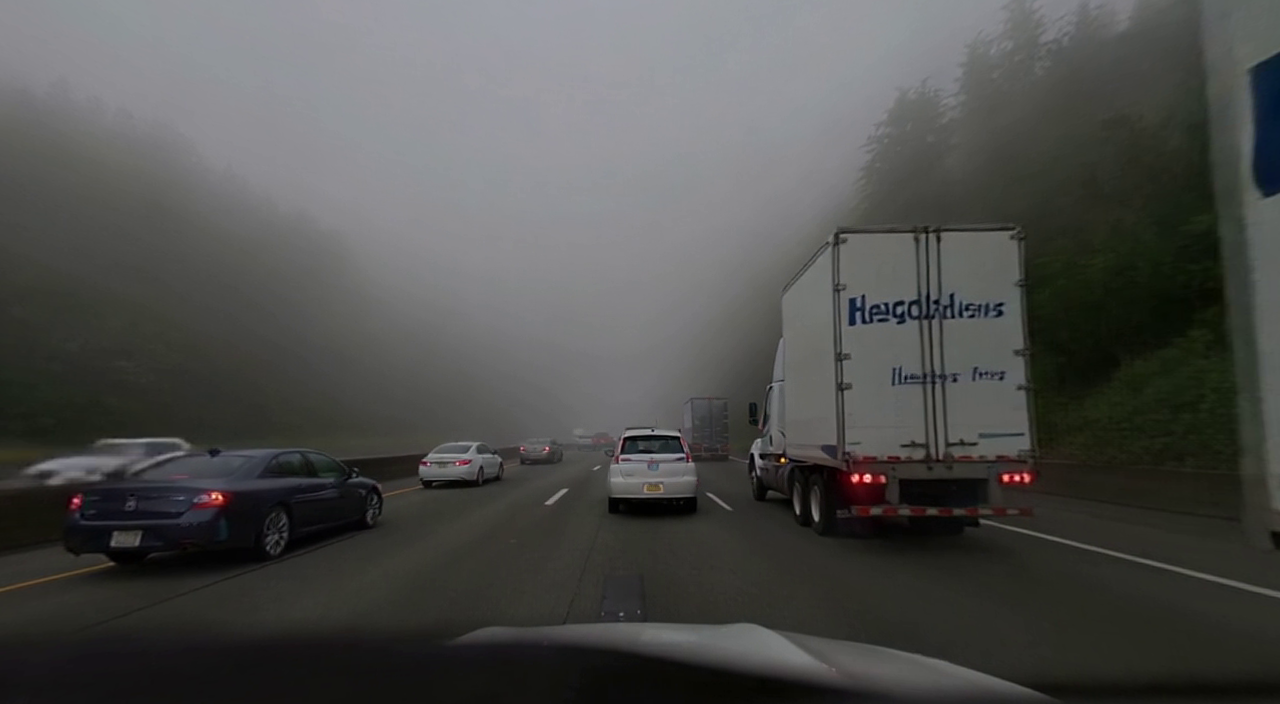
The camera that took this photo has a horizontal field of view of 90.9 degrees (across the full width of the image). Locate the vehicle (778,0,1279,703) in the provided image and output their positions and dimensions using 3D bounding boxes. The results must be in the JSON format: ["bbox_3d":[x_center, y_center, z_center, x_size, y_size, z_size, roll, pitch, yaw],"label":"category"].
[{"bbox_3d":[3.986,-0.095,4.042,2.817,3.989,14.321,0,-8,-1],"label":"vehicle"}]

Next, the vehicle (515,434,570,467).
[{"bbox_3d":[-4.682,4.770,30.791,1.887,1.493,4.411,0,-8,1],"label":"vehicle"}]

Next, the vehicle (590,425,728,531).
[{"bbox_3d":[0.262,2.054,10.903,1.973,1.505,3.568,0,-8,0],"label":"vehicle"}]

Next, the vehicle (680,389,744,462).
[{"bbox_3d":[4.500,5.086,42.610,2.892,4.101,14.252,0,-8,1],"label":"vehicle"}]

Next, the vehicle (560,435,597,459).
[{"bbox_3d":[-4.055,6.344,42.307,2.005,1.475,4.466,0,-8,1],"label":"vehicle"}]

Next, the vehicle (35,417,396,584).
[{"bbox_3d":[-4.607,1.611,7.662,1.821,1.514,3.677,0,-8,0],"label":"vehicle"}]

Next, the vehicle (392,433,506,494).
[{"bbox_3d":[-5.094,2.993,17.413,1.880,1.458,3.978,0,-8,0],"label":"vehicle"}]
